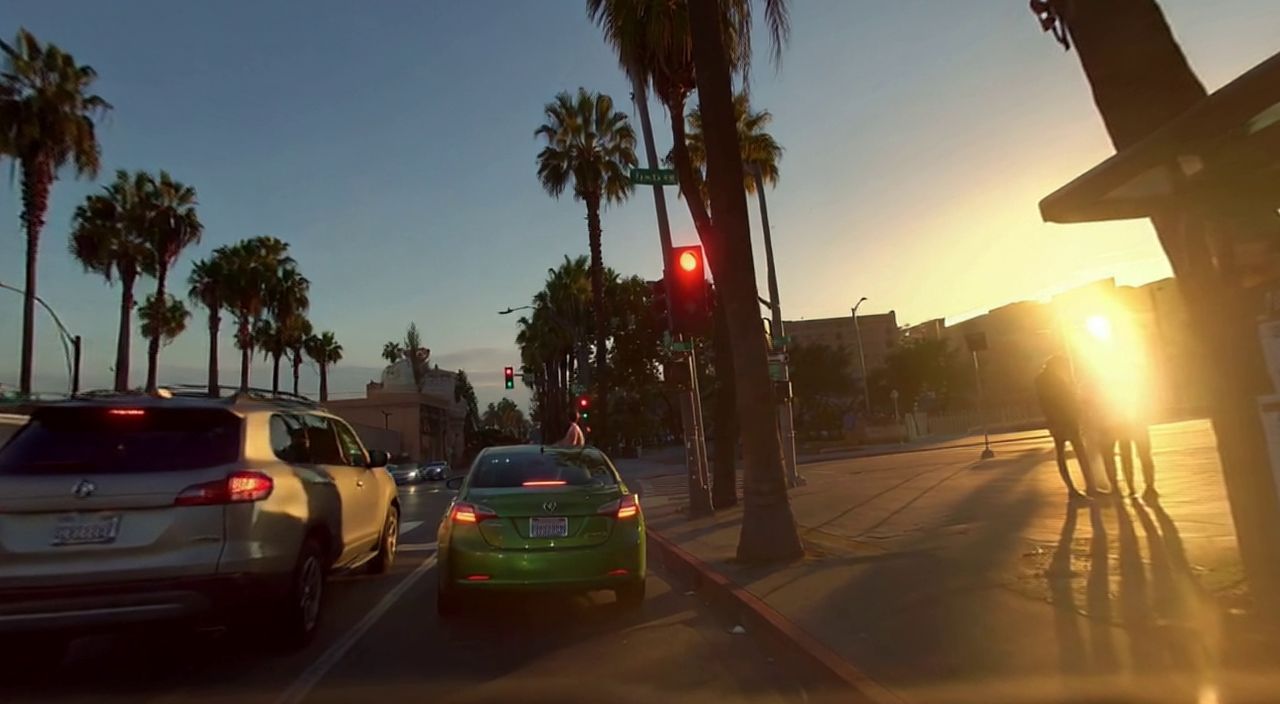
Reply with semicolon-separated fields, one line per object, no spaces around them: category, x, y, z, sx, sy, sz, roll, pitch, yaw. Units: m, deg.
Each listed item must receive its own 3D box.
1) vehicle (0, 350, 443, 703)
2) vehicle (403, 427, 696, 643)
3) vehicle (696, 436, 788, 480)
vehicle;-3.146;1.249;5.279;2.098;1.851;4.571;1;-9;-8
vehicle;-0.969;1.607;6.702;2.065;1.467;4.289;1;-9;-10
vehicle;5.091;5.305;31.756;3.986;1.636;1.903;6;-2;-12
